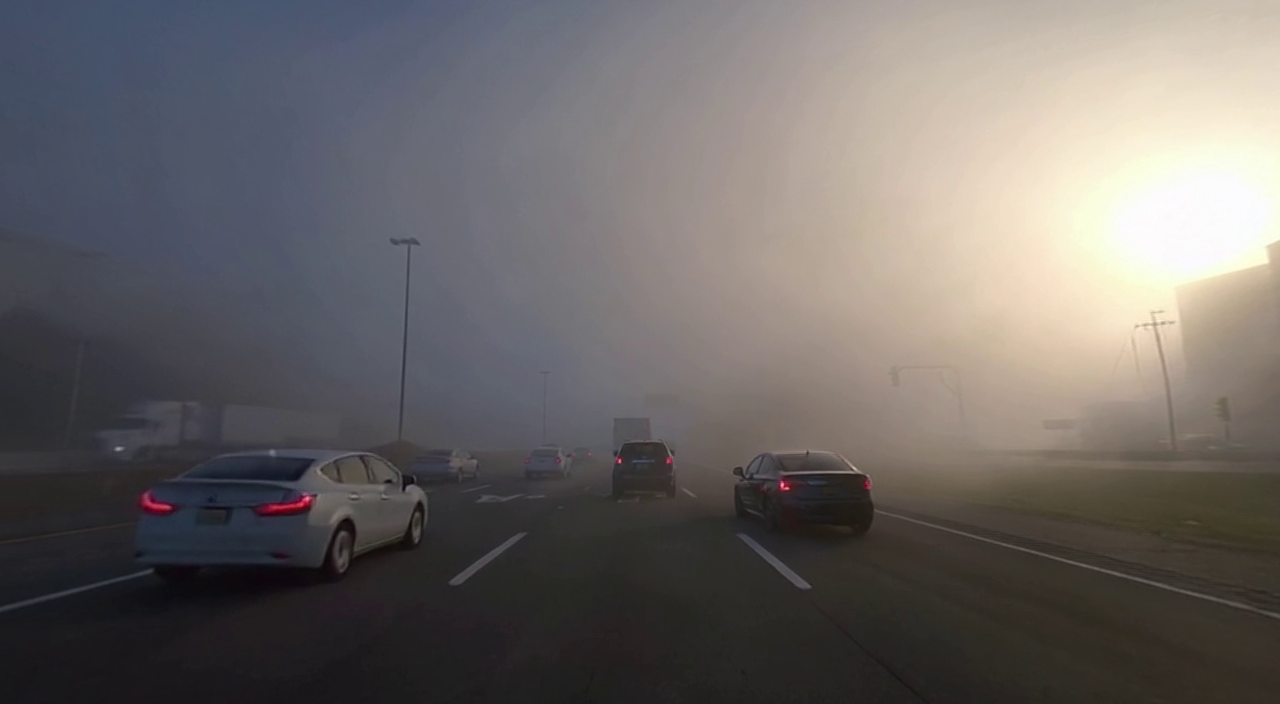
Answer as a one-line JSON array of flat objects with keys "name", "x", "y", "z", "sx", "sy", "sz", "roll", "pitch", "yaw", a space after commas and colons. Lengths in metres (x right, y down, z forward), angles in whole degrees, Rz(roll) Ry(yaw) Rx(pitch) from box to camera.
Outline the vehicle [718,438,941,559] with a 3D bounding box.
[{"name": "vehicle", "x": 2.623, "y": 2.149, "z": 10.084, "sx": 2.018, "sy": 1.470, "sz": 4.491, "roll": 0, "pitch": -9, "yaw": -2}]

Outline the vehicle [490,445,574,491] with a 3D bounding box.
[{"name": "vehicle", "x": -3.678, "y": 4.048, "z": 22.382, "sx": 2.132, "sy": 1.464, "sz": 4.481, "roll": 0, "pitch": -9, "yaw": 1}]

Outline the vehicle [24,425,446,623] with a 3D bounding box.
[{"name": "vehicle", "x": -3.763, "y": 1.642, "z": 6.992, "sx": 1.883, "sy": 1.500, "sz": 4.161, "roll": 0, "pitch": -9, "yaw": 0}]

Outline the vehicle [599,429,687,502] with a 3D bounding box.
[{"name": "vehicle", "x": 0.106, "y": 3.110, "z": 17.566, "sx": 2.152, "sy": 1.779, "sz": 3.924, "roll": 0, "pitch": -9, "yaw": 1}]
